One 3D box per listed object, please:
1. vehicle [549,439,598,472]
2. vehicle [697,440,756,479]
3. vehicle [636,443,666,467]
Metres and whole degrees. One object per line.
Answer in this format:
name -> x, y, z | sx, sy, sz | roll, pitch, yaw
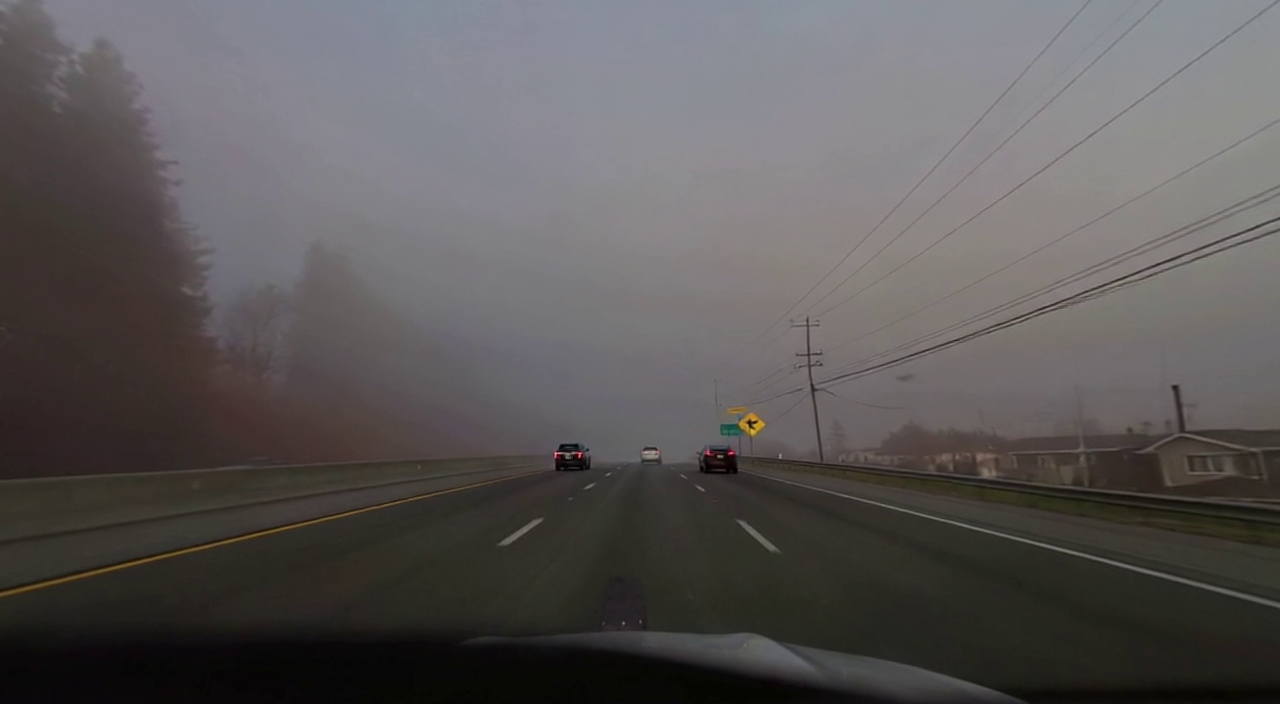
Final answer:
vehicle -> -3.686, 5.852, 35.897 | 2.217, 1.773, 4.553 | 0, -8, 1
vehicle -> 3.667, 4.620, 27.384 | 1.996, 1.579, 3.841 | 0, -8, 0
vehicle -> 0.718, 7.153, 44.044 | 2.049, 1.620, 4.153 | 0, -8, 0
